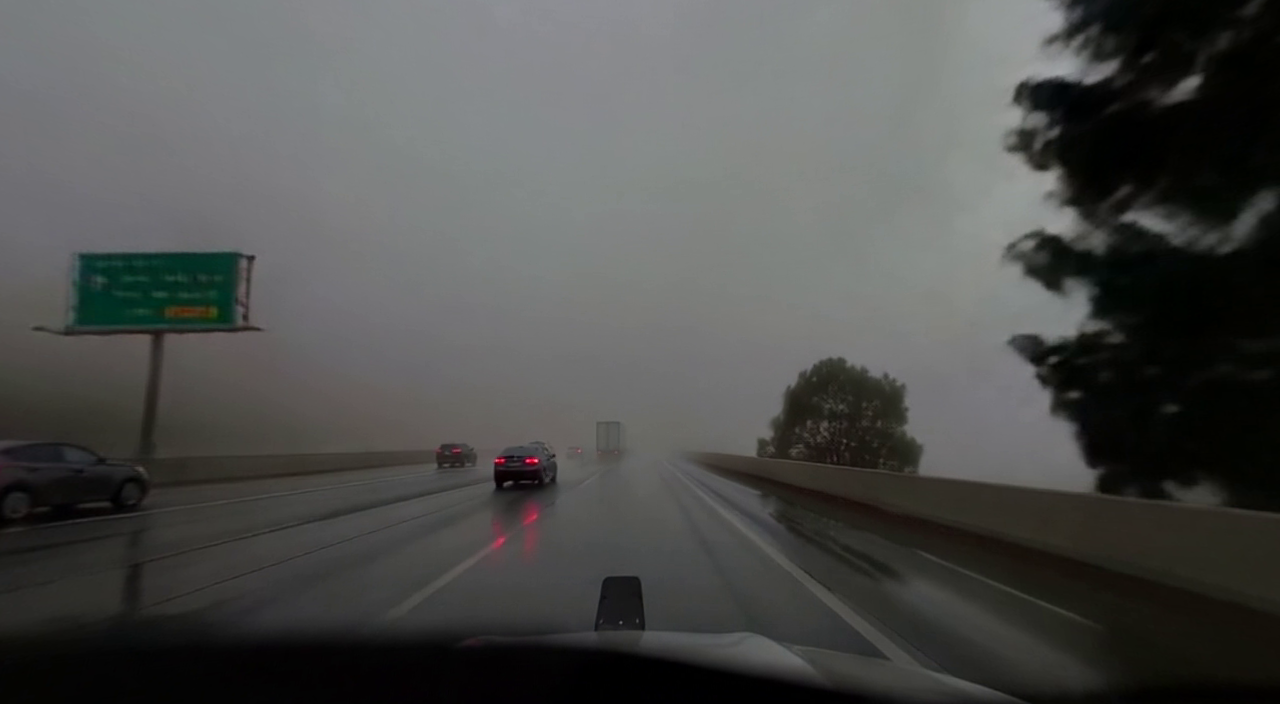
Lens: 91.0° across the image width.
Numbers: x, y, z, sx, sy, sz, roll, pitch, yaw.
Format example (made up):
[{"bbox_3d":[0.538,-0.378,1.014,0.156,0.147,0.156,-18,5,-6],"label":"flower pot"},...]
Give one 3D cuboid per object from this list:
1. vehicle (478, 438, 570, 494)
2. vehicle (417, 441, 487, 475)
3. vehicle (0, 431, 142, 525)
[{"bbox_3d":[-3.452,3.469,19.590,1.931,1.528,4.126,0,-8,2],"label":"vehicle"},{"bbox_3d":[-9.084,5.140,30.871,2.036,1.506,4.358,0,-8,1],"label":"vehicle"},{"bbox_3d":[-11.125,2.025,10.232,1.920,1.476,4.973,0,-8,1],"label":"vehicle"}]
